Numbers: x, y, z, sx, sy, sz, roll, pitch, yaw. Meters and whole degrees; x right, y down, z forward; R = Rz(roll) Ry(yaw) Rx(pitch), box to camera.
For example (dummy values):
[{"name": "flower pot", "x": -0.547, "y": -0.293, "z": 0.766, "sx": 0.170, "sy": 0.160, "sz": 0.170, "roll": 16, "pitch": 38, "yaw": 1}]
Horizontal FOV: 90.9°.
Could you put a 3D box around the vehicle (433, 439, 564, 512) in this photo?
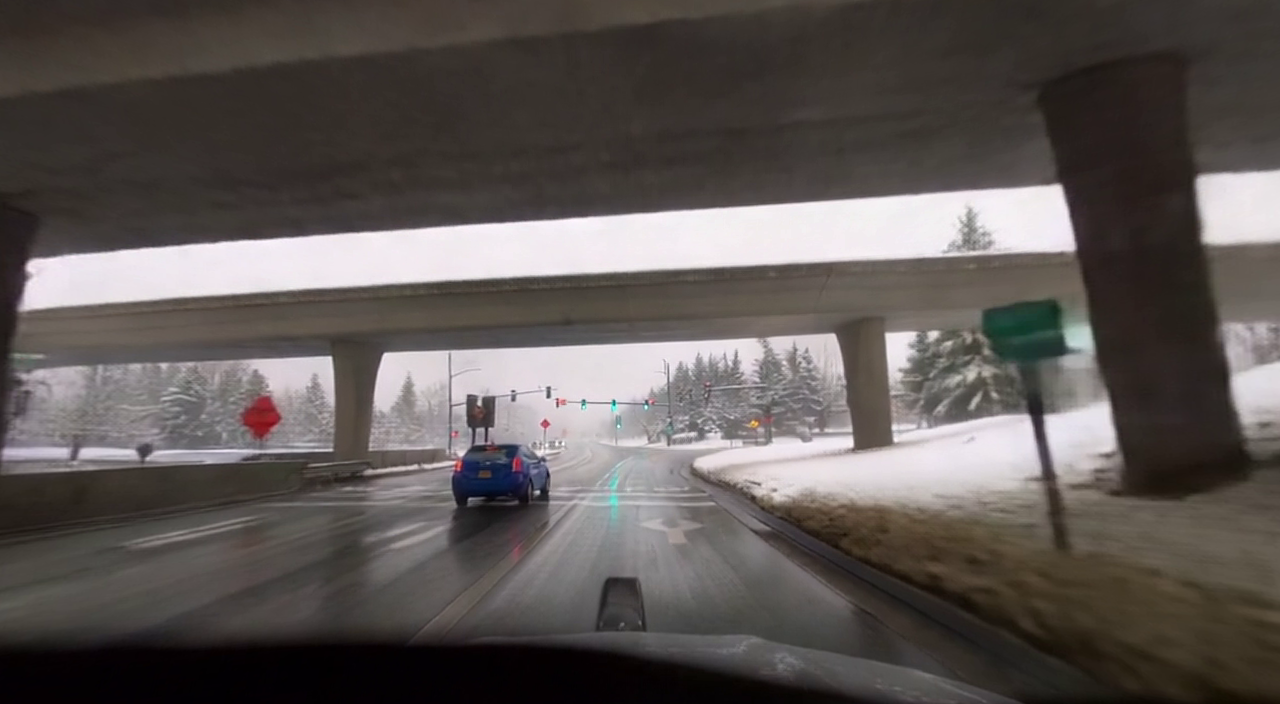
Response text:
[{"name": "vehicle", "x": -3.179, "y": 2.882, "z": 15.226, "sx": 1.963, "sy": 1.460, "sz": 4.614, "roll": 0, "pitch": -9, "yaw": 2}]
